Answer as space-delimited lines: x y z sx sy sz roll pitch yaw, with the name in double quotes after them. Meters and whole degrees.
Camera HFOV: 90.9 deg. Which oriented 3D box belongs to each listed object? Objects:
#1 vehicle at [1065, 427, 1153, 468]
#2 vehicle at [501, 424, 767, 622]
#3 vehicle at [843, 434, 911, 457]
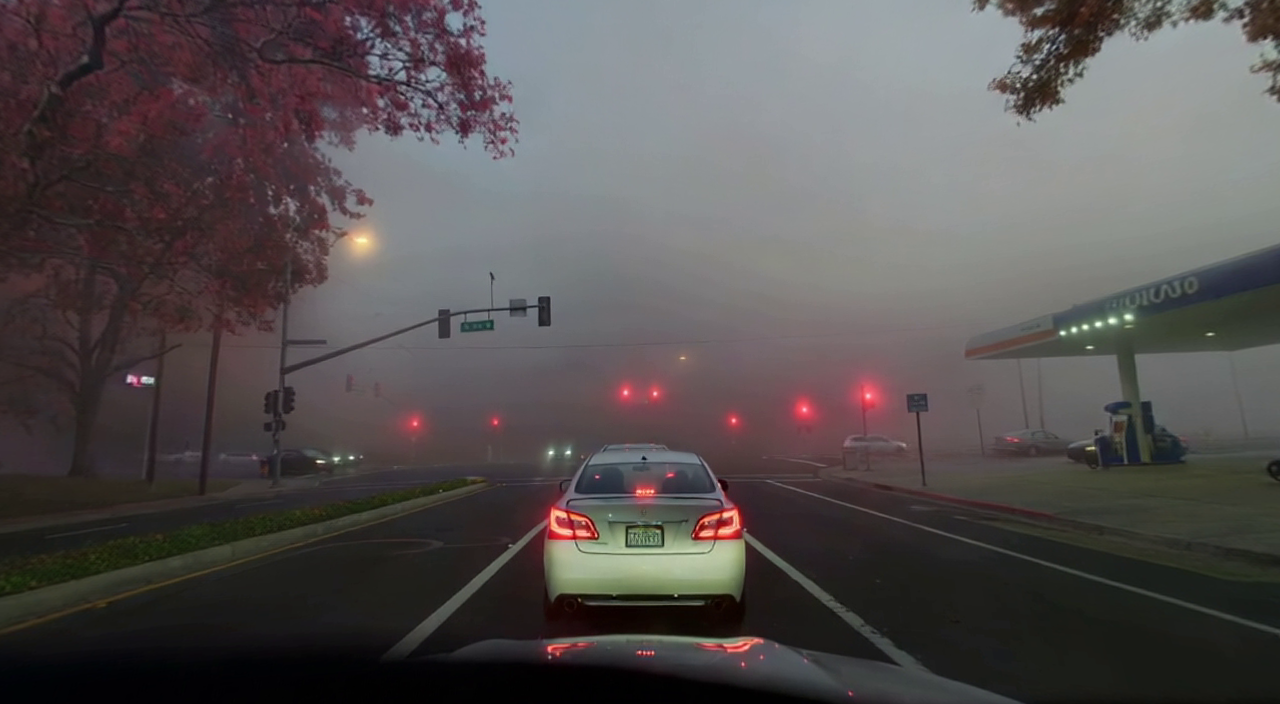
18.569 3.757 24.889 4.091 1.495 2.053 8 -12 -44 "vehicle"
-0.045 1.601 6.889 2.010 1.482 4.057 0 -8 0 "vehicle"
16.344 6.491 43.621 3.975 1.563 1.755 -1 -8 4 "vehicle"
